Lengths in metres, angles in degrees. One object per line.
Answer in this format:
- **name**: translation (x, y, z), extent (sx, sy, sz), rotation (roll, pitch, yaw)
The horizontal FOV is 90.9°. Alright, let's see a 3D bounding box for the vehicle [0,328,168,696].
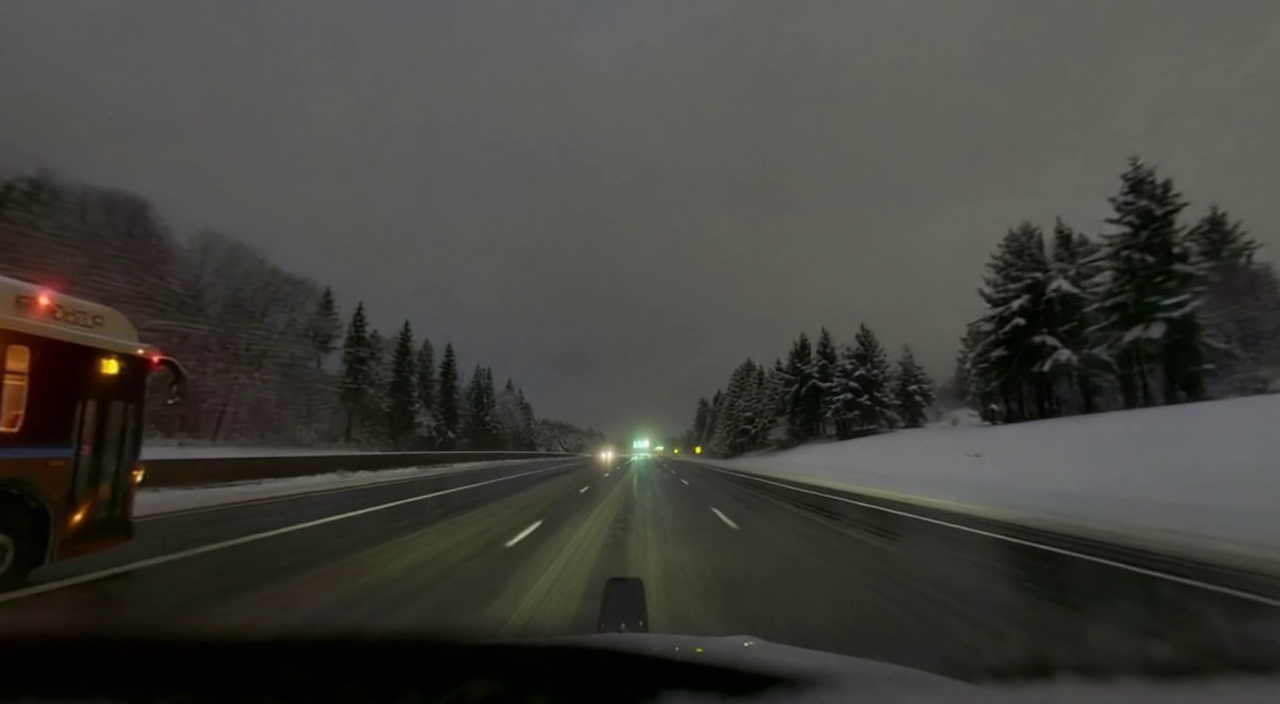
- **vehicle**: translation (-4.565, 0.656, 1.949), extent (2.127, 1.985, 5.205), rotation (0, -8, 0)
